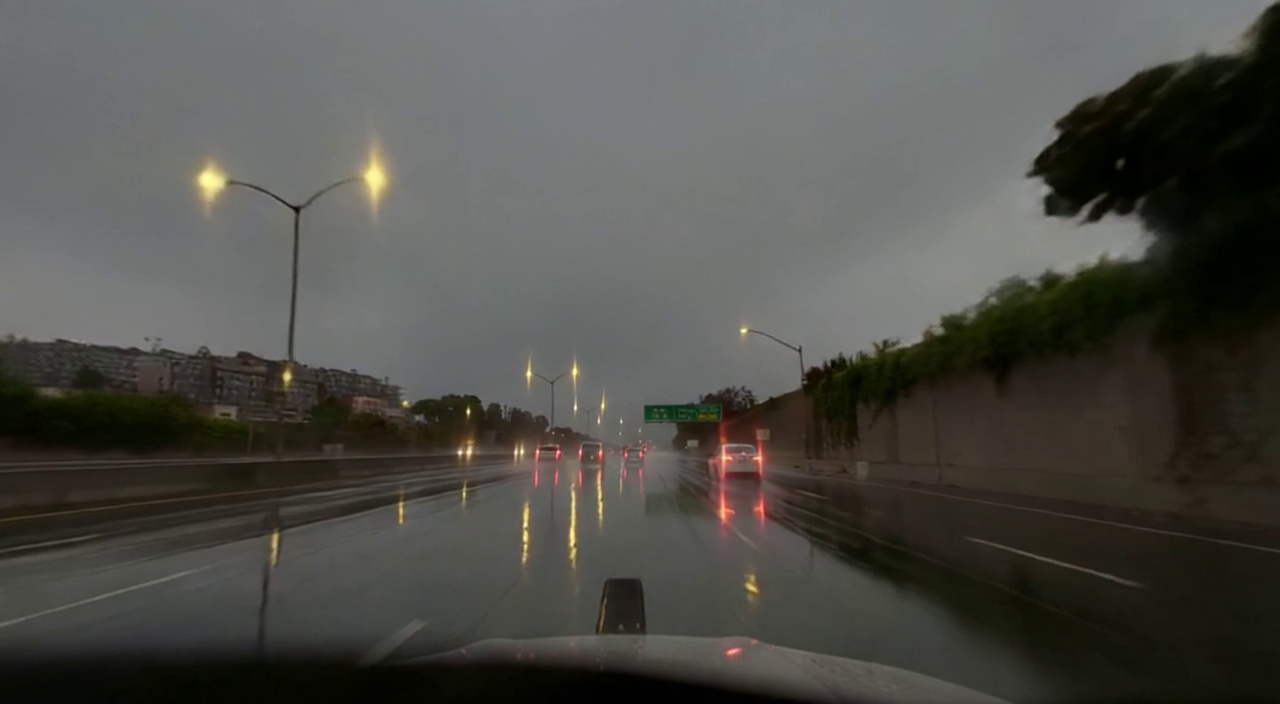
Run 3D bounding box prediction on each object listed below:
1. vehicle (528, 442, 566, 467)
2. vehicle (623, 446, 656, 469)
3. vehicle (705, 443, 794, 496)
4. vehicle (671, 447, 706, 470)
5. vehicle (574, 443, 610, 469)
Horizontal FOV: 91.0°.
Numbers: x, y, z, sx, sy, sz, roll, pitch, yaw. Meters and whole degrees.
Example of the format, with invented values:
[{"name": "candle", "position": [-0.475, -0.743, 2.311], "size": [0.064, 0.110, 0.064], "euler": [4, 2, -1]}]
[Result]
[{"name": "vehicle", "position": [-6.763, 7.528, 46.233], "size": [2.112, 1.721, 4.381], "euler": [0, -9, 0]}, {"name": "vehicle", "position": [-0.051, 7.206, 43.220], "size": [2.166, 1.496, 4.158], "euler": [0, -9, 0]}, {"name": "vehicle", "position": [3.416, 3.763, 20.608], "size": [2.077, 1.527, 4.553], "euler": [0, -9, 0]}, {"name": "vehicle", "position": [3.283, 7.259, 43.120], "size": [2.036, 1.517, 4.256], "euler": [0, -9, -1]}, {"name": "vehicle", "position": [-3.221, 7.076, 42.969], "size": [2.091, 1.664, 4.157], "euler": [0, -9, 0]}]
